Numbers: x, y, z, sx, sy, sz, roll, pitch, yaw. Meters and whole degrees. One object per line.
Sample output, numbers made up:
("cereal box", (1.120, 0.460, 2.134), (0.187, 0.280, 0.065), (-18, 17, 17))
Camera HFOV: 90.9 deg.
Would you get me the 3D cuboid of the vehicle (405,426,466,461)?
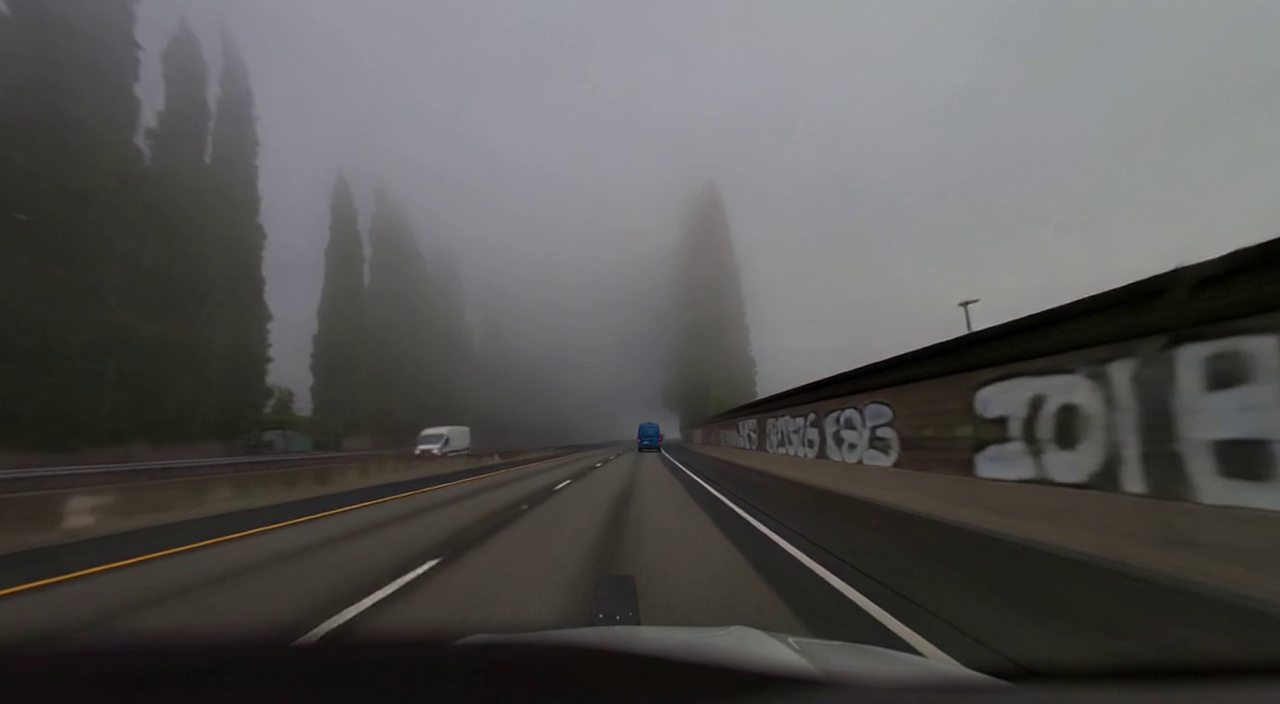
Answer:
("vehicle", (-14.146, 6.358, 43.921), (2.452, 2.234, 5.008), (-1, -8, 2))
